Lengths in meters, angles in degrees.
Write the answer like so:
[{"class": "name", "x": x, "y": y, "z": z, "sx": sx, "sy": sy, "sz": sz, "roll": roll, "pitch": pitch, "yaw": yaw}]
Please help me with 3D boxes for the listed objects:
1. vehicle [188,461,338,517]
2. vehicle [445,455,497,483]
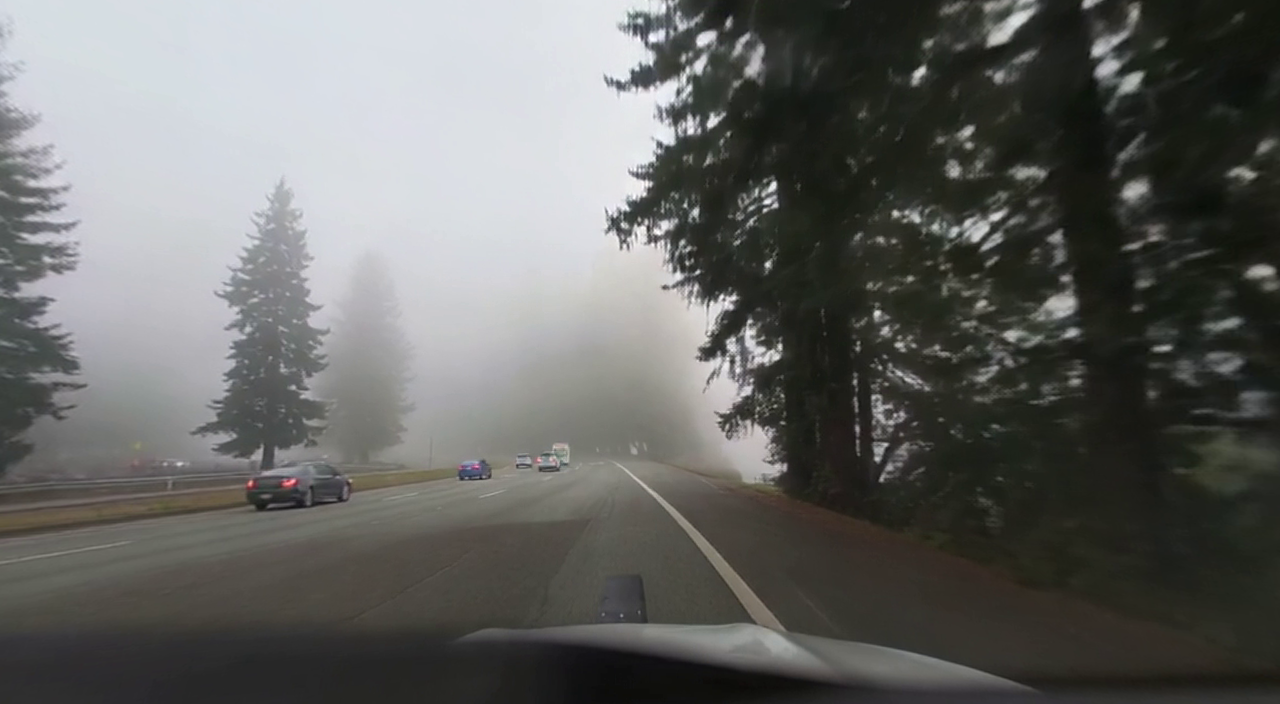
[{"class": "vehicle", "x": -11.838, "y": 4.291, "z": 20.289, "sx": 1.781, "sy": 1.476, "sz": 4.513, "roll": -1, "pitch": -9, "yaw": 4}, {"class": "vehicle", "x": -10.694, "y": 7.408, "z": 40.258, "sx": 1.886, "sy": 1.535, "sz": 4.742, "roll": 0, "pitch": -9, "yaw": 1}]
